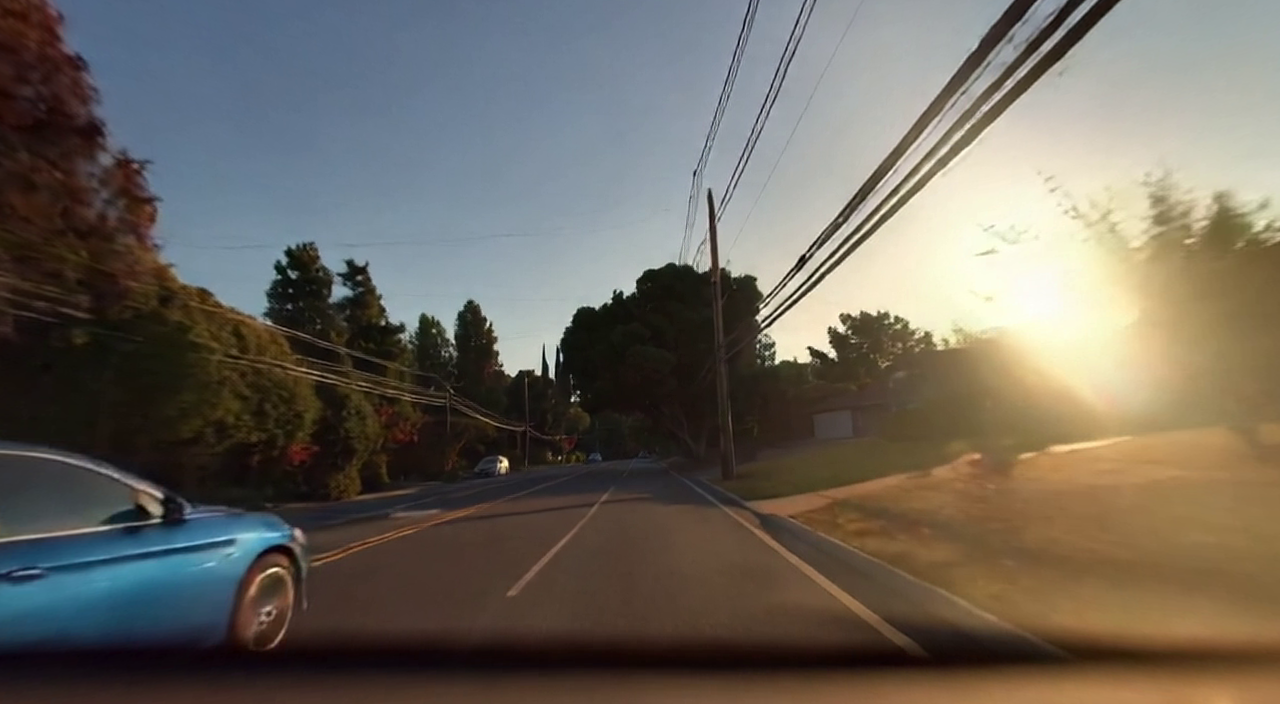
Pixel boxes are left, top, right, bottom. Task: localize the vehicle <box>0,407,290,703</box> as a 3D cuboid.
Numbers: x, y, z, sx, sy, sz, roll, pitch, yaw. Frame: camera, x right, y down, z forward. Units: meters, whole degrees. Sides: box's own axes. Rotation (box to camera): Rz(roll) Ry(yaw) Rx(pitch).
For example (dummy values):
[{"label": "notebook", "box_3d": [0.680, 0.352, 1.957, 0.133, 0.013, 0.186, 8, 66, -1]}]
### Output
[{"label": "vehicle", "box_3d": [-3.338, 0.825, 1.421, 2.085, 1.512, 5.023, 0, -10, 2]}]
